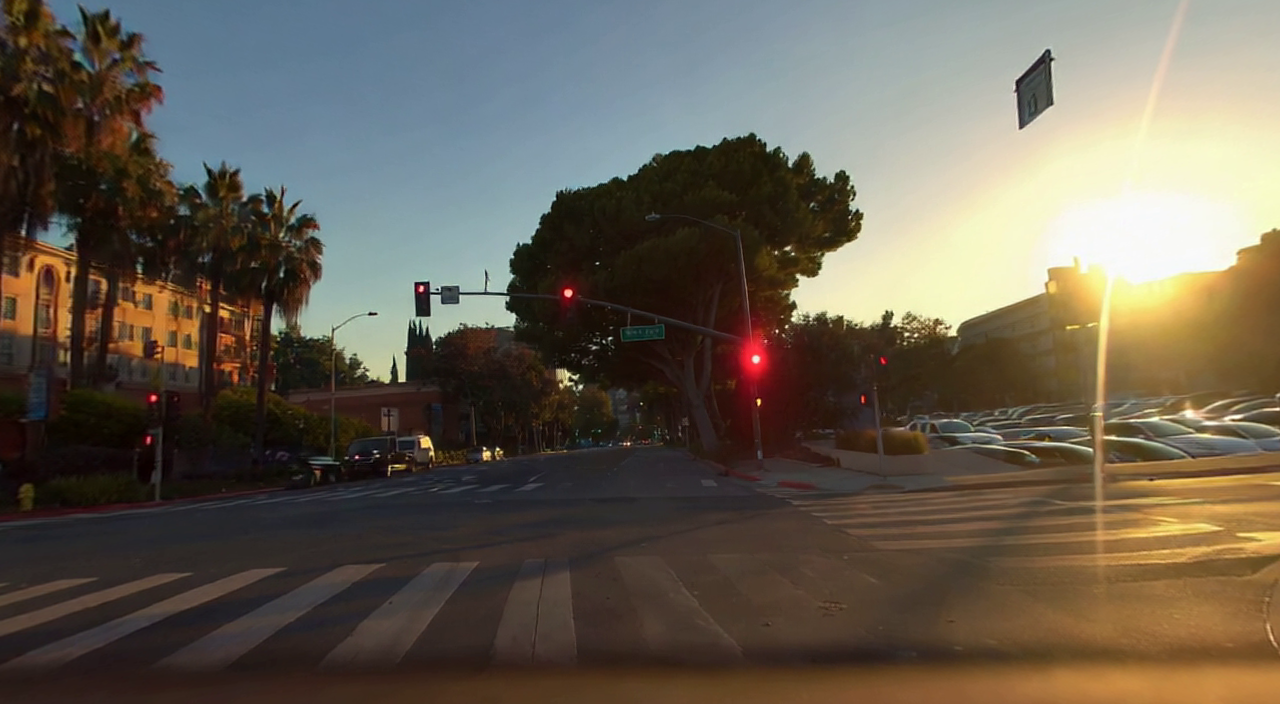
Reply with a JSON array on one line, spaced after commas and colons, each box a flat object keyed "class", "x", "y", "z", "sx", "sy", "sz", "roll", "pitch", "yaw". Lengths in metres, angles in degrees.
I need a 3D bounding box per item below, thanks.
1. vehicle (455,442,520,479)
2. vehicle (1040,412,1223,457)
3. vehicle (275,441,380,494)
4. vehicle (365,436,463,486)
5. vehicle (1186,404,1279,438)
[{"class": "vehicle", "x": -6.977, "y": 4.998, "z": 29.324, "sx": 2.024, "sy": 1.470, "sz": 4.153, "roll": -3, "pitch": -9, "yaw": -1}, {"class": "vehicle", "x": 16.955, "y": 2.906, "z": 22.094, "sx": 4.560, "sy": 1.453, "sz": 1.851, "roll": -3, "pitch": -9, "yaw": 18}, {"class": "vehicle", "x": -13.723, "y": 5.067, "z": 28.151, "sx": 2.251, "sy": 1.957, "sz": 4.968, "roll": -4, "pitch": -9, "yaw": -1}, {"class": "vehicle", "x": -10.166, "y": 4.960, "z": 29.060, "sx": 2.475, "sy": 1.940, "sz": 5.702, "roll": -3, "pitch": -9, "yaw": 0}, {"class": "vehicle", "x": 34.915, "y": 4.028, "z": 36.649, "sx": 4.326, "sy": 1.511, "sz": 1.725, "roll": -8, "pitch": -9, "yaw": 17}]
